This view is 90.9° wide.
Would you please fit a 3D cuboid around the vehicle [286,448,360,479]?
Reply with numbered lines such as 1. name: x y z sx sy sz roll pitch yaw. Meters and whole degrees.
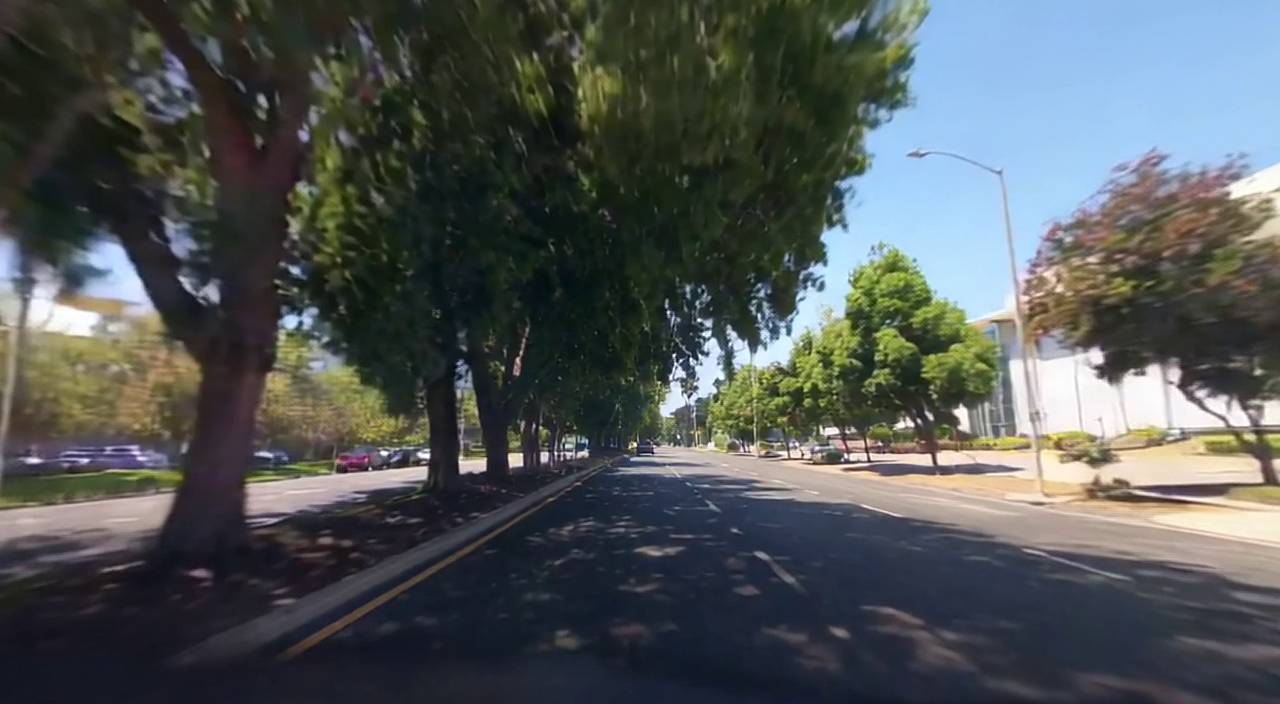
1. vehicle: -18.882 6.632 37.867 1.939 1.698 4.778 0 -8 0

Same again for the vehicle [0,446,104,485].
1. vehicle: -26.442 4.886 27.334 4.460 1.578 2.024 0 -8 1

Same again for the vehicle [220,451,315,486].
1. vehicle: -18.762 5.854 32.056 1.964 1.618 4.622 0 -8 1

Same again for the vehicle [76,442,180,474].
1. vehicle: -27.390 5.677 33.823 3.882 1.599 1.725 1 -9 -4

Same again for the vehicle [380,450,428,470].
1. vehicle: -18.497 8.469 49.563 1.916 1.454 4.628 0 -8 1
